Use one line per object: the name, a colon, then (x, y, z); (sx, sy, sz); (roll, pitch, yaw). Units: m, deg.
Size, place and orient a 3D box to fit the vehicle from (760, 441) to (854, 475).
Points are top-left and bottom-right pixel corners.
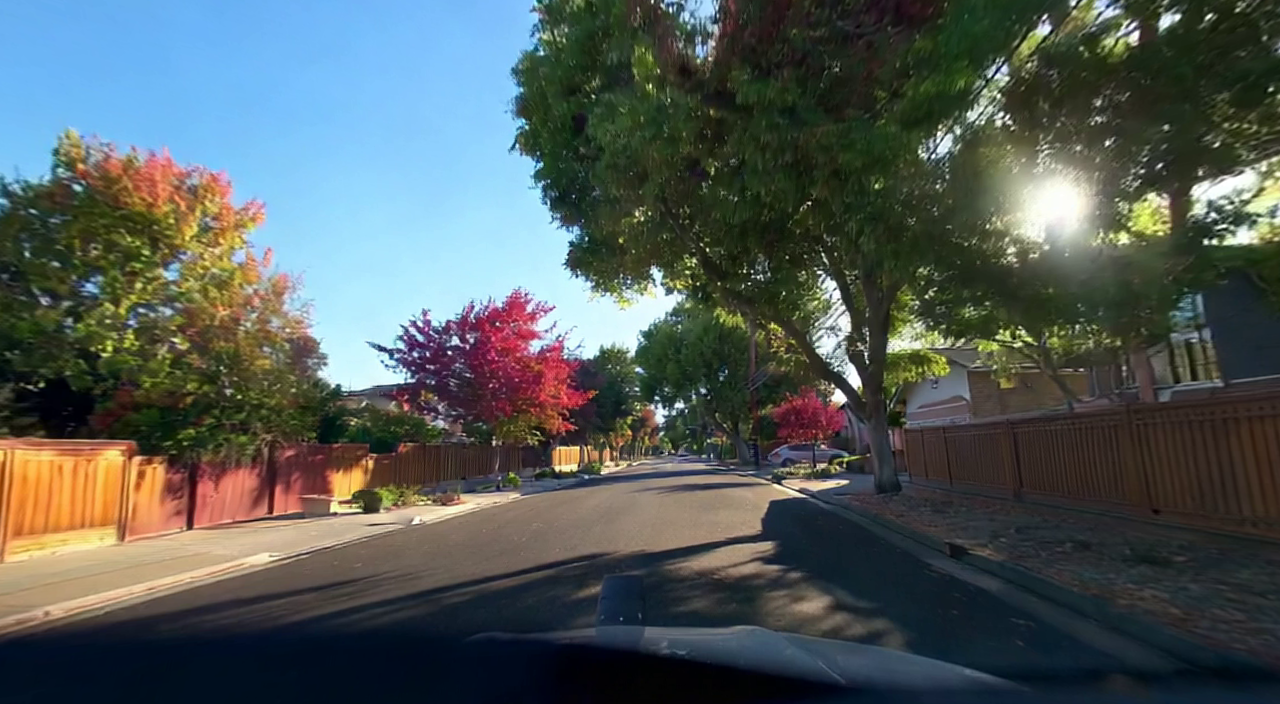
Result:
vehicle: (9.352, 5.971, 35.761); (4.806, 1.851, 2.050); (-1, -9, 5)
